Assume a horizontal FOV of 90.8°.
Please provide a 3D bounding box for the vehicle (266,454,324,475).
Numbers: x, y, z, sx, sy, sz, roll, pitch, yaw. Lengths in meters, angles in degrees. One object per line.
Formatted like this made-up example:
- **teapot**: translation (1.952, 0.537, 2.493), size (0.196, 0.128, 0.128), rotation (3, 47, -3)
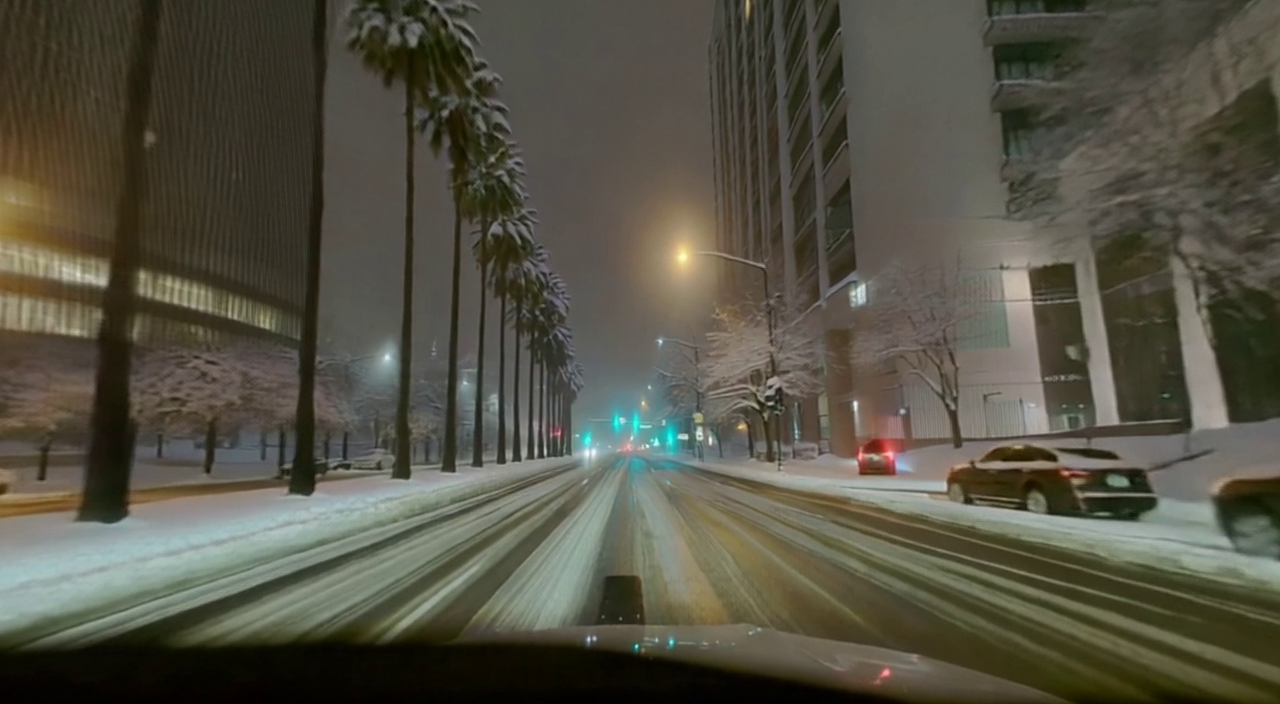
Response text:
- **vehicle**: translation (-25.628, 8.350, 47.081), size (2.080, 1.457, 4.424), rotation (0, -9, -4)

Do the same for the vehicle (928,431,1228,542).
- **vehicle**: translation (7.097, 2.204, 11.088), size (1.919, 1.499, 4.779), rotation (0, -9, 1)

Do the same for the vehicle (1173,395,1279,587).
- **vehicle**: translation (6.964, 1.085, 4.578), size (2.225, 1.727, 4.418), rotation (0, -9, -1)
